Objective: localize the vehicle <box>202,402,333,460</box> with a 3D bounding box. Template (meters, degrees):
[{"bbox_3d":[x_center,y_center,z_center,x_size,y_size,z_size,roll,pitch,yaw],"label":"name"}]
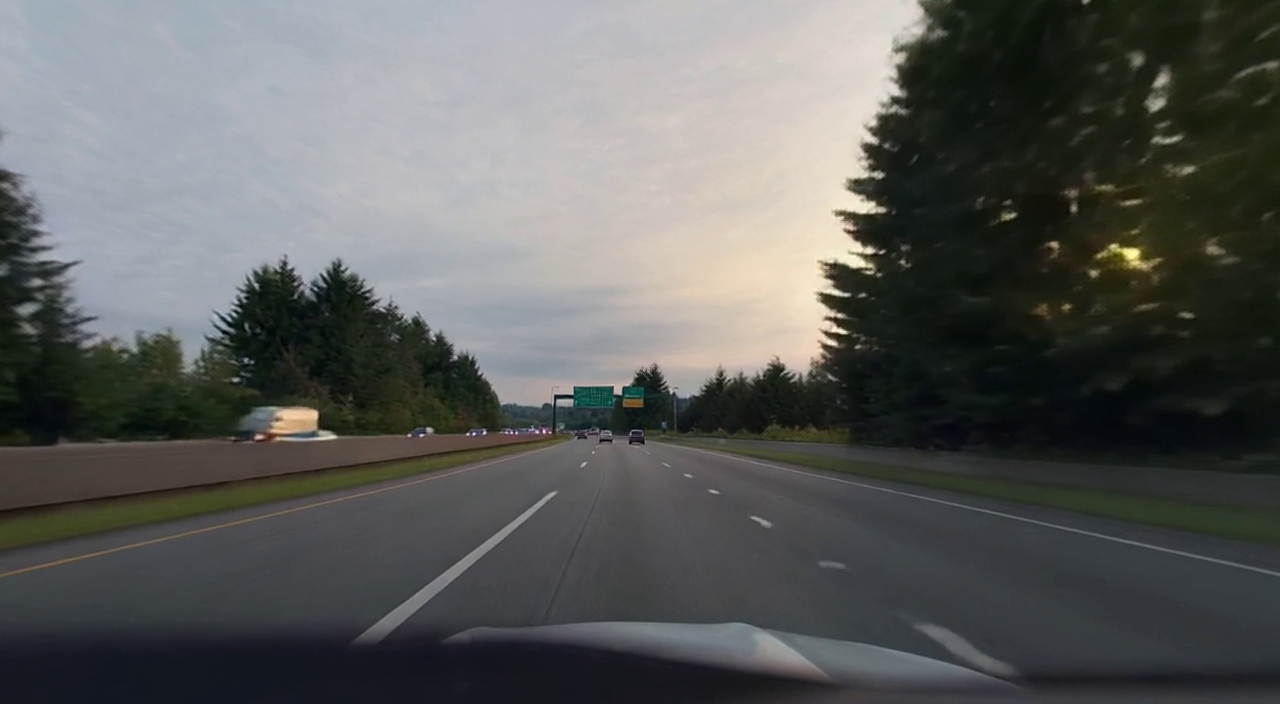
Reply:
[{"bbox_3d":[-17.612,3.833,30.406,2.250,2.480,6.853,0,-8,-2],"label":"vehicle"}]
